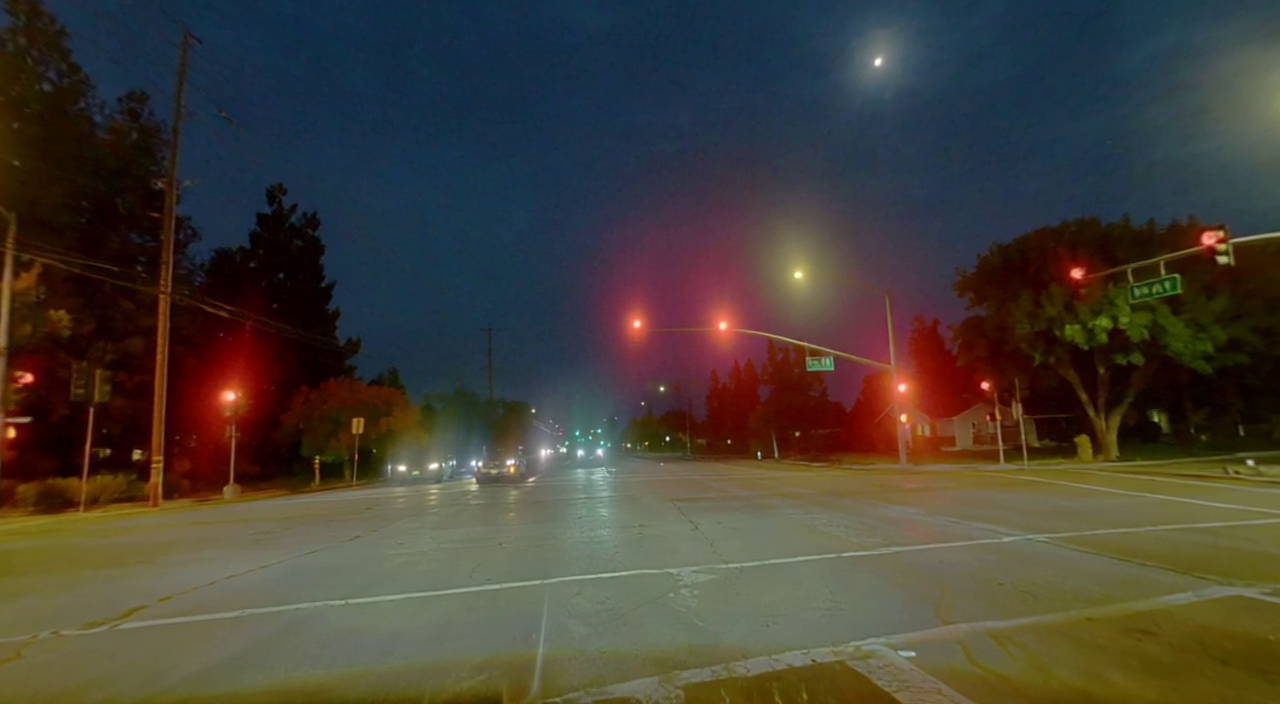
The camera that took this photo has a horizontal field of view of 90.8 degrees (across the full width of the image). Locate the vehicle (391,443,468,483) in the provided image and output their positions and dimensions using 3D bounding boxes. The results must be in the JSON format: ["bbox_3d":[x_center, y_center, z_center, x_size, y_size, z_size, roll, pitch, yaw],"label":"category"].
[{"bbox_3d":[-10.188,5.384,30.973,2.241,1.819,4.690,0,-9,-1],"label":"vehicle"}]

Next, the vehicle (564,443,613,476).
[{"bbox_3d":[-2.420,5.216,30.939,2.174,1.477,4.805,0,-9,-2],"label":"vehicle"}]

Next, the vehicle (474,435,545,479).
[{"bbox_3d":[-6.409,5.232,31.782,2.479,1.977,5.254,0,-9,-1],"label":"vehicle"}]
